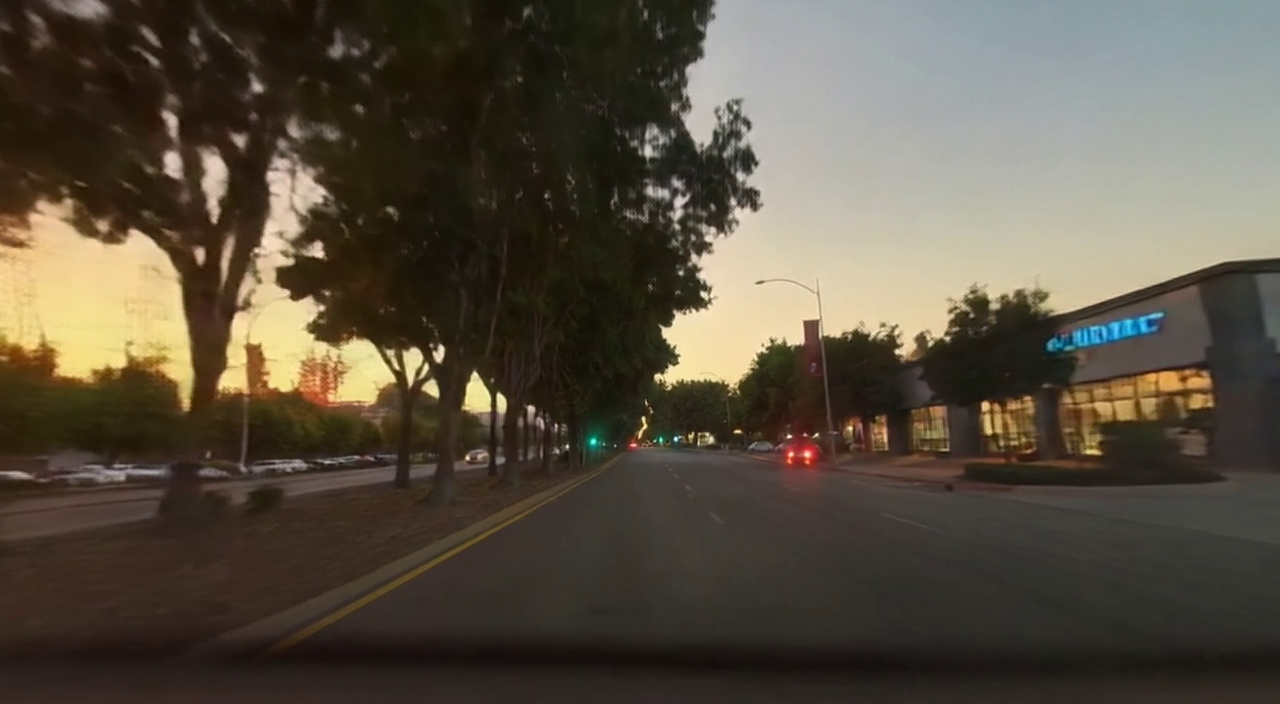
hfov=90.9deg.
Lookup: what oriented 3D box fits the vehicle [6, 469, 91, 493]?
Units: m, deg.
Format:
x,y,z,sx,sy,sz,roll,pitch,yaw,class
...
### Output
x,y,z,sx,sy,sz,roll,pitch,yaw,class
-44.215,9.610,47.282,1.824,1.521,4.573,0,-9,2,vehicle
